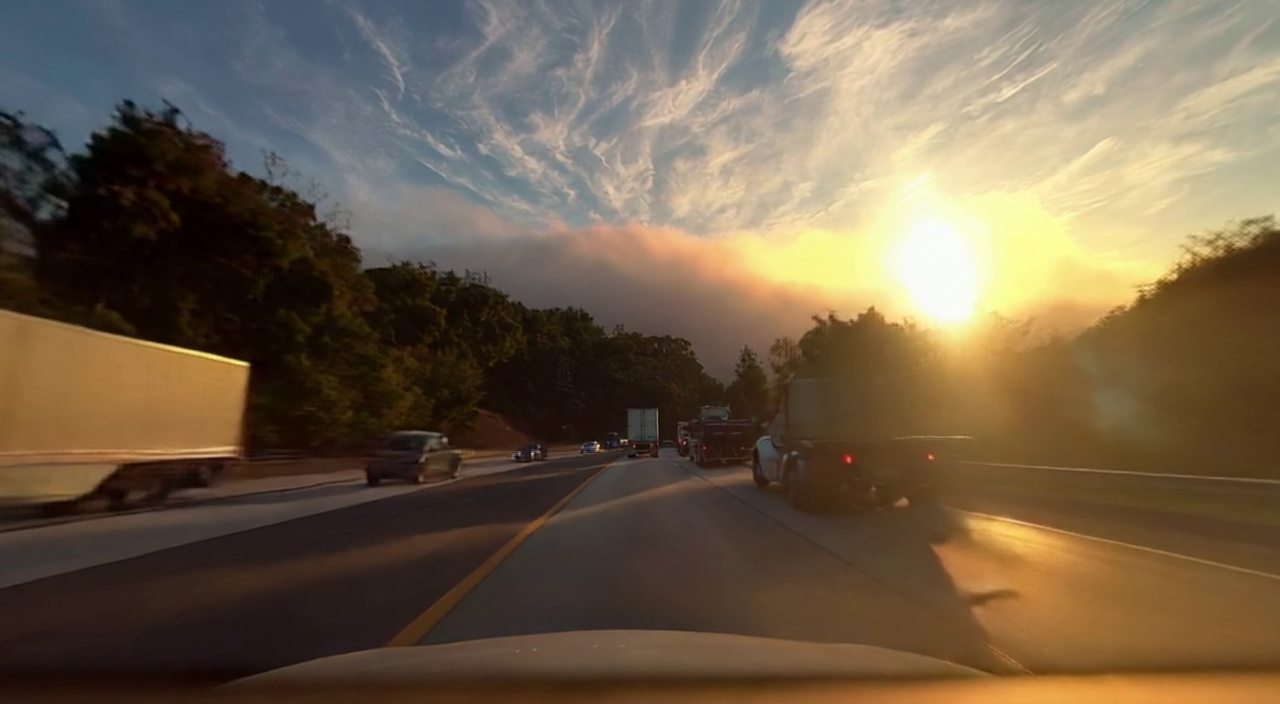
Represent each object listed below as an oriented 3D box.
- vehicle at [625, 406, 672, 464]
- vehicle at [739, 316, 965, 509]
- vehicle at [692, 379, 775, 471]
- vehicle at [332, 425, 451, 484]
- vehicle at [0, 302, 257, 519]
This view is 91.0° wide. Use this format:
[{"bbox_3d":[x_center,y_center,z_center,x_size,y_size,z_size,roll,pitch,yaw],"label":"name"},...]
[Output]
[{"bbox_3d":[0.454,5.277,39.747,2.644,3.247,7.454,0,-8,0],"label":"vehicle"},{"bbox_3d":[4.440,1.534,14.920,2.956,3.604,6.277,0,-8,-1],"label":"vehicle"},{"bbox_3d":[4.490,3.832,32.163,2.860,4.036,8.586,0,-8,0],"label":"vehicle"},{"bbox_3d":[-8.712,3.634,22.641,2.294,1.856,4.734,0,-8,0],"label":"vehicle"},{"bbox_3d":[-13.160,1.174,12.134,2.978,3.924,13.663,0,-8,0],"label":"vehicle"}]
